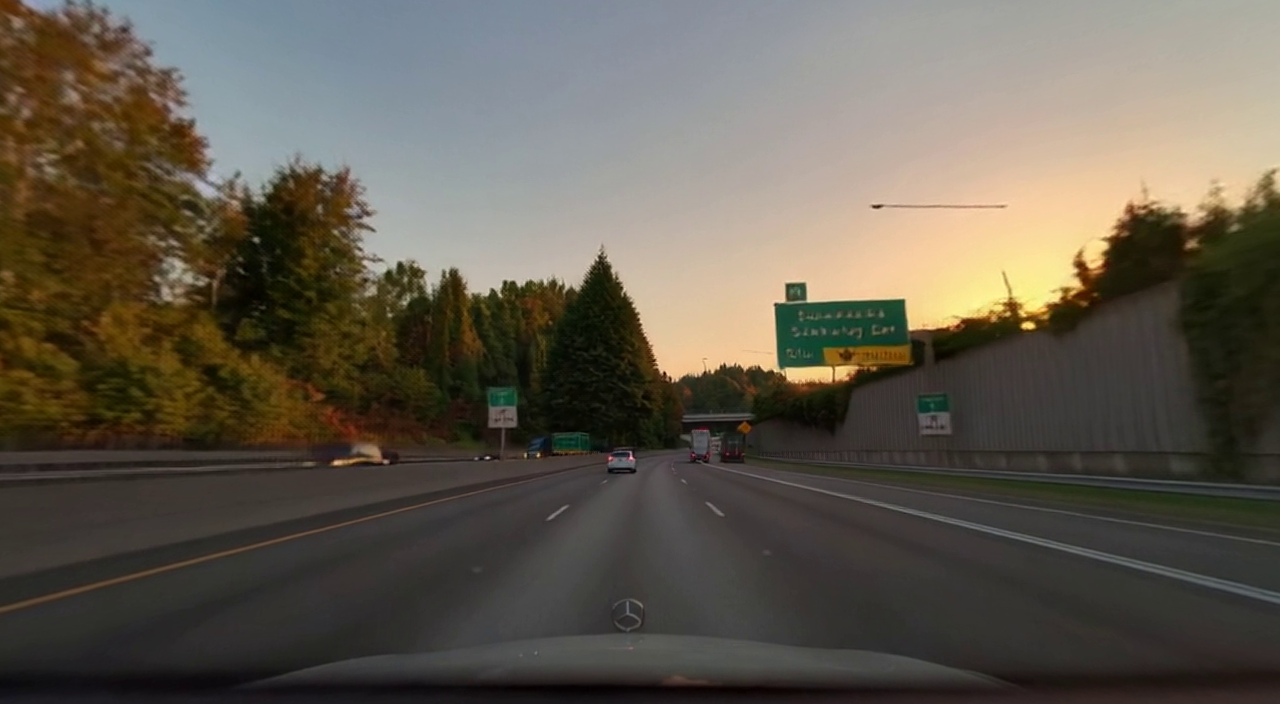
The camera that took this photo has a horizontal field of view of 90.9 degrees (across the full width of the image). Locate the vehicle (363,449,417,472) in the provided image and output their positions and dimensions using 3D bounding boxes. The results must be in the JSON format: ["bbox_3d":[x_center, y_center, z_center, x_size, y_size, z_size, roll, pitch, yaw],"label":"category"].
[{"bbox_3d":[-18.006,7.826,45.609,1.859,1.580,4.271,-1,-9,4],"label":"vehicle"}]

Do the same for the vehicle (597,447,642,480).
[{"bbox_3d":[-0.983,5.645,32.077,2.035,1.513,4.272,0,-9,2],"label":"vehicle"}]

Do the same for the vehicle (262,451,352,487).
[{"bbox_3d":[-14.965,5.257,28.575,1.817,1.470,3.869,-1,-9,3],"label":"vehicle"}]
